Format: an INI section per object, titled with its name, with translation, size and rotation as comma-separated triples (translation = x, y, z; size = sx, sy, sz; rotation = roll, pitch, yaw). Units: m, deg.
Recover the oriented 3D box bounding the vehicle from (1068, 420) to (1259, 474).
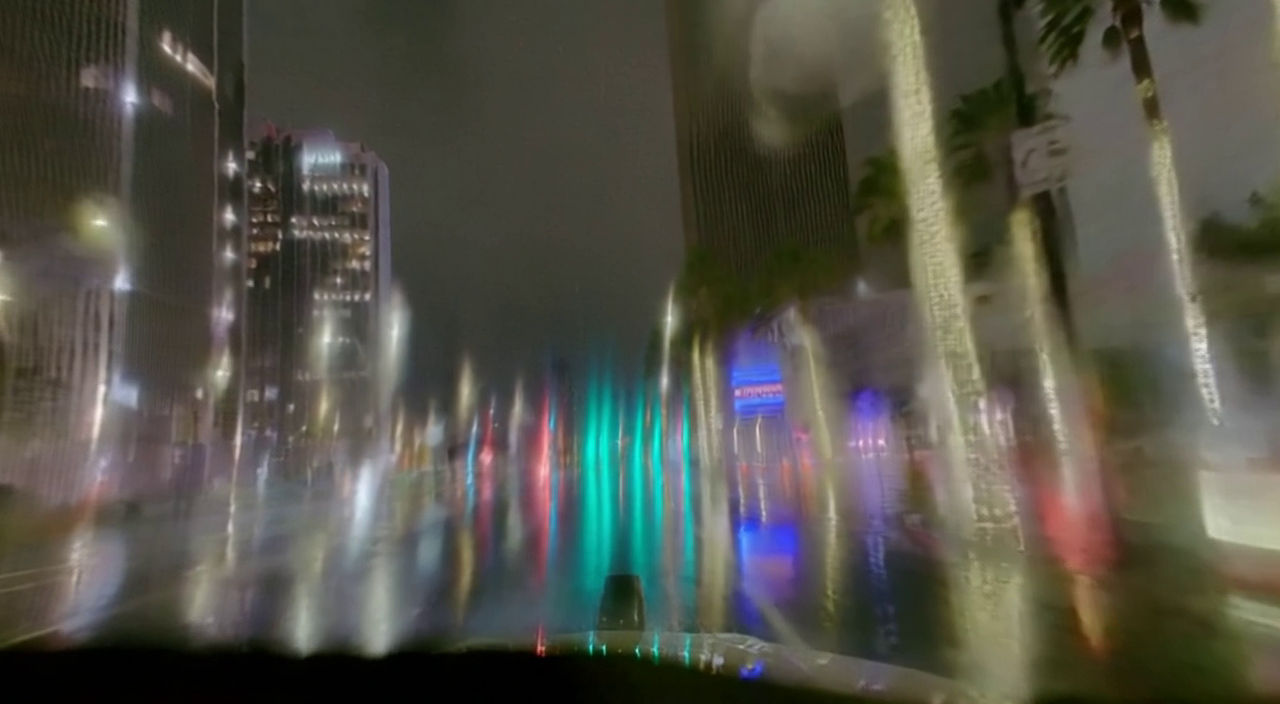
[vehicle]
translation = 16.345, 2.968, 19.776
size = 5.091, 1.528, 1.972
rotation = 2, -10, -17
